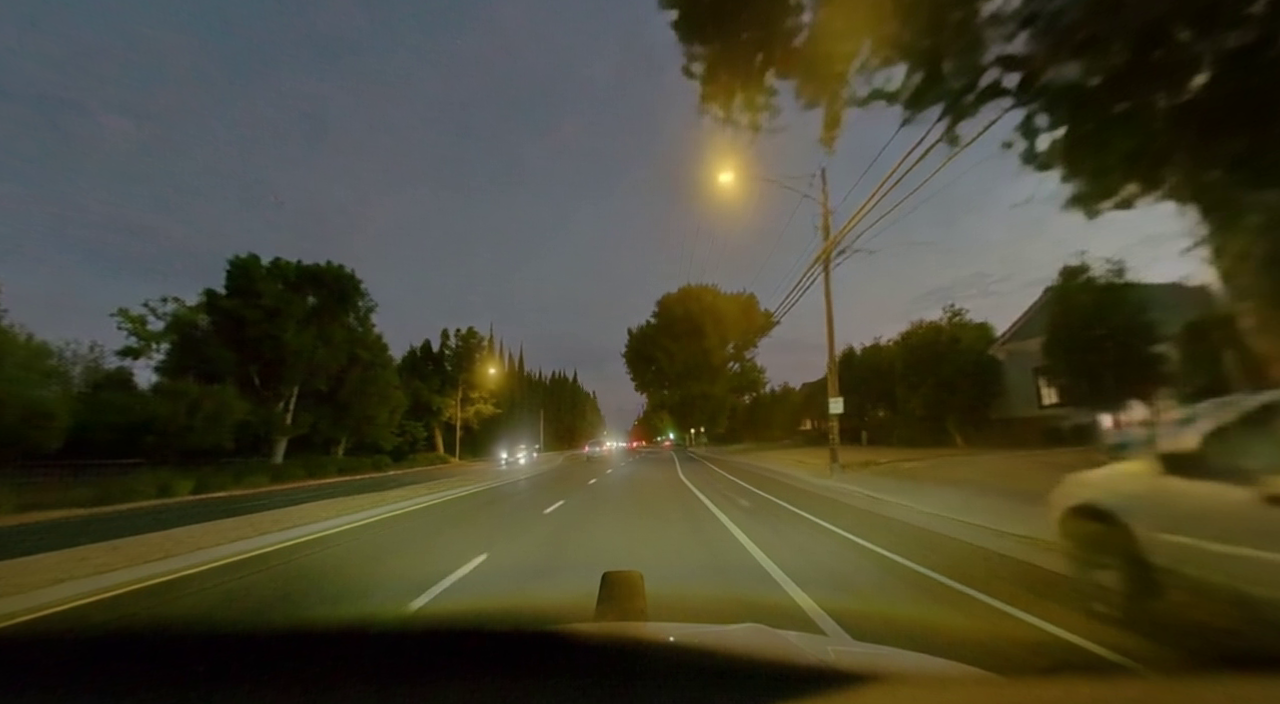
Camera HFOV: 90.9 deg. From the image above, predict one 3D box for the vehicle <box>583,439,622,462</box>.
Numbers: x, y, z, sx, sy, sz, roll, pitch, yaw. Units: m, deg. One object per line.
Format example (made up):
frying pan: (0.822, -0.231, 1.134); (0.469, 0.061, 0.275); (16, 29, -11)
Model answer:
vehicle: (-2.476, 6.576, 42.230); (2.084, 1.466, 4.522); (-1, -8, 3)

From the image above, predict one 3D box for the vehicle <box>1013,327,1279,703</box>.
vehicle: (4.316, 0.728, 2.426); (2.336, 1.885, 5.298); (0, -8, -2)
